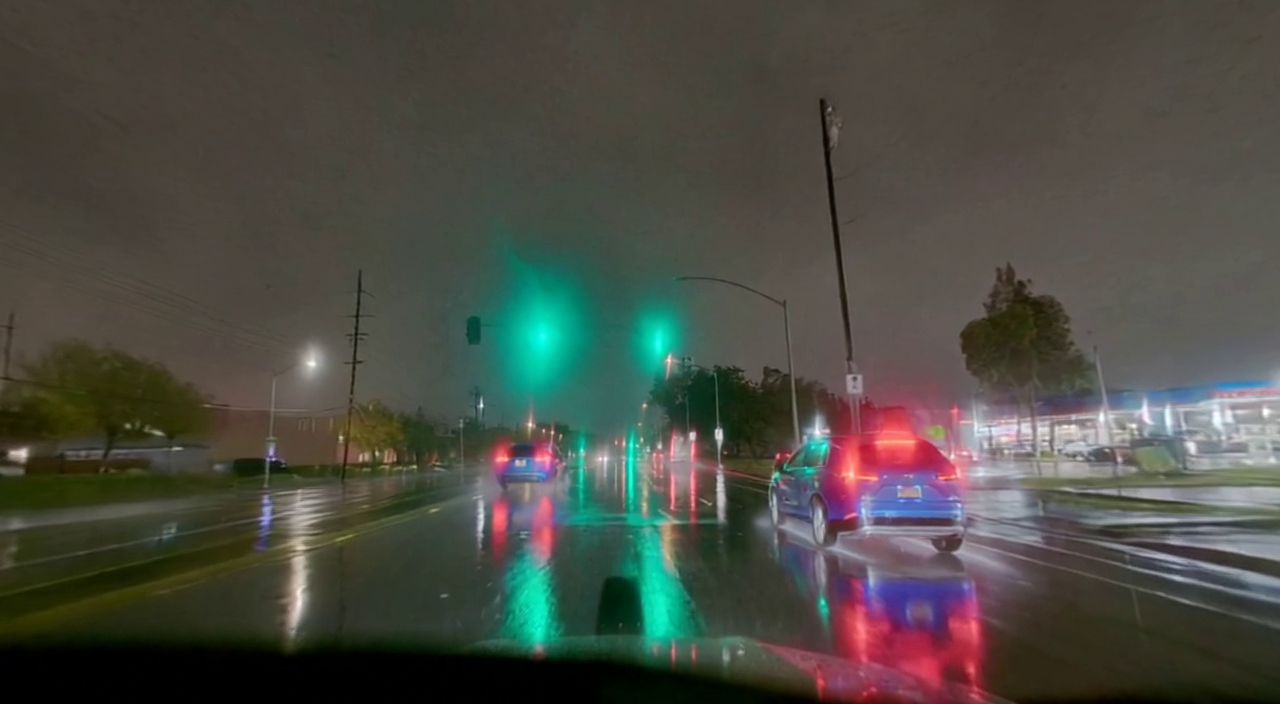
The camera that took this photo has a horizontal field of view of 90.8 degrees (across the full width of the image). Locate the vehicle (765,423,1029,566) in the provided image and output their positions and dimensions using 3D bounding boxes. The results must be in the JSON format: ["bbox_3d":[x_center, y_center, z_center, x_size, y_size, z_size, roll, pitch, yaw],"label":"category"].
[{"bbox_3d":[3.461,2.004,9.690,2.085,1.655,4.459,0,-9,-1],"label":"vehicle"}]

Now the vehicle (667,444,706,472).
[{"bbox_3d":[2.960,6.897,41.298,2.066,1.699,4.419,0,-9,-2],"label":"vehicle"}]

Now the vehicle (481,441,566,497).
[{"bbox_3d":[-3.610,3.702,20.399,1.935,1.617,4.045,0,-9,1],"label":"vehicle"}]
